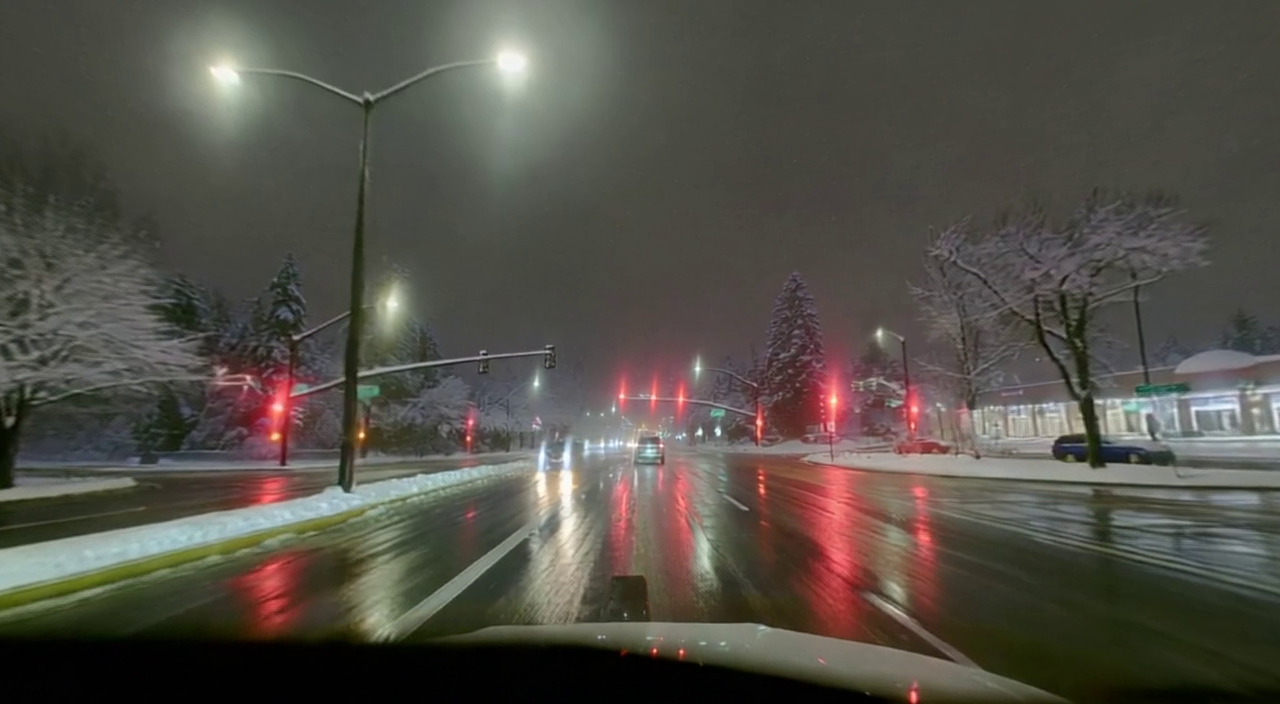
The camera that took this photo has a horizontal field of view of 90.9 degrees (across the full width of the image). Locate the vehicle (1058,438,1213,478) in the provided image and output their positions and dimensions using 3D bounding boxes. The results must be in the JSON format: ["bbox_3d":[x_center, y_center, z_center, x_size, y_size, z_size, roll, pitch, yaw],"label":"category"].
[{"bbox_3d":[19.807,4.248,25.352,4.479,1.488,2.038,0,-8,0],"label":"vehicle"}]

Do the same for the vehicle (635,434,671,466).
[{"bbox_3d":[0.773,5.871,37.883,1.994,1.759,4.186,0,-8,1],"label":"vehicle"}]
